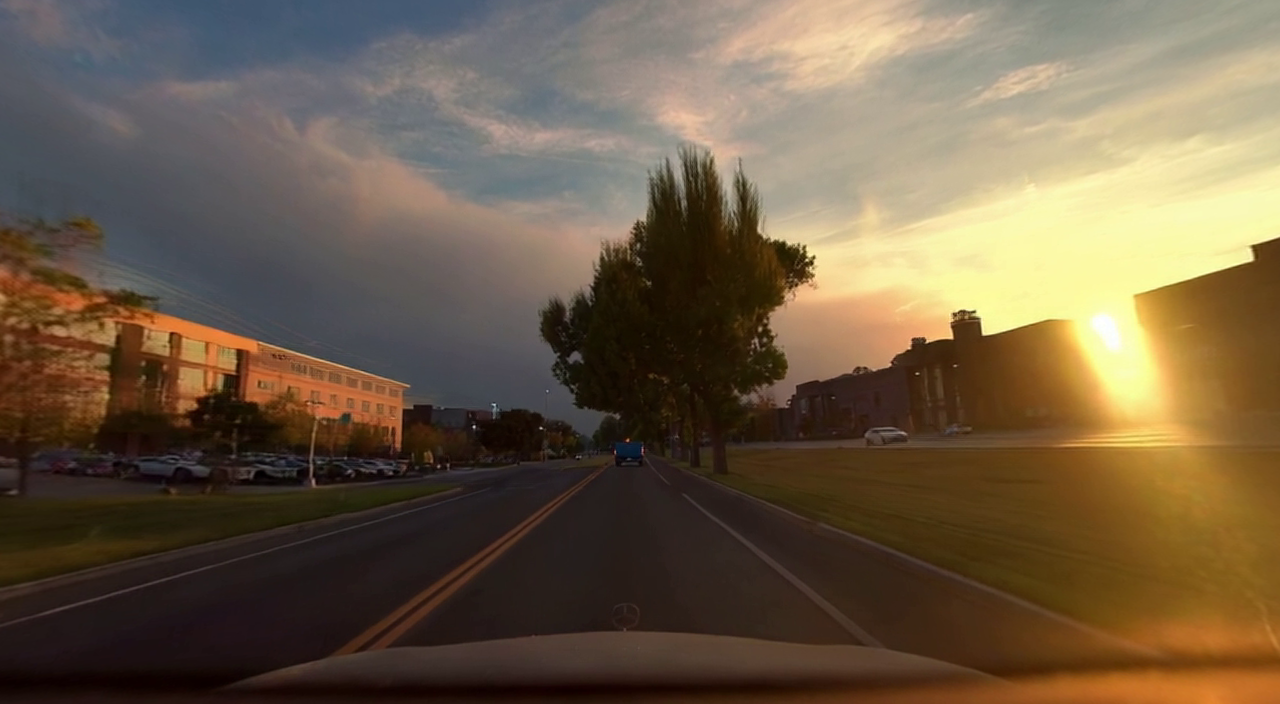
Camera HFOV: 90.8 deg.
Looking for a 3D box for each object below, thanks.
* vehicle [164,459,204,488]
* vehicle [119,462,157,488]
[{"bbox_3d":[-34.668,9.196,47.955,2.050,1.938,4.789,7,-11,-38],"label":"vehicle"},{"bbox_3d":[-37.900,9.249,47.640,2.047,1.746,4.461,7,-11,-39],"label":"vehicle"}]
